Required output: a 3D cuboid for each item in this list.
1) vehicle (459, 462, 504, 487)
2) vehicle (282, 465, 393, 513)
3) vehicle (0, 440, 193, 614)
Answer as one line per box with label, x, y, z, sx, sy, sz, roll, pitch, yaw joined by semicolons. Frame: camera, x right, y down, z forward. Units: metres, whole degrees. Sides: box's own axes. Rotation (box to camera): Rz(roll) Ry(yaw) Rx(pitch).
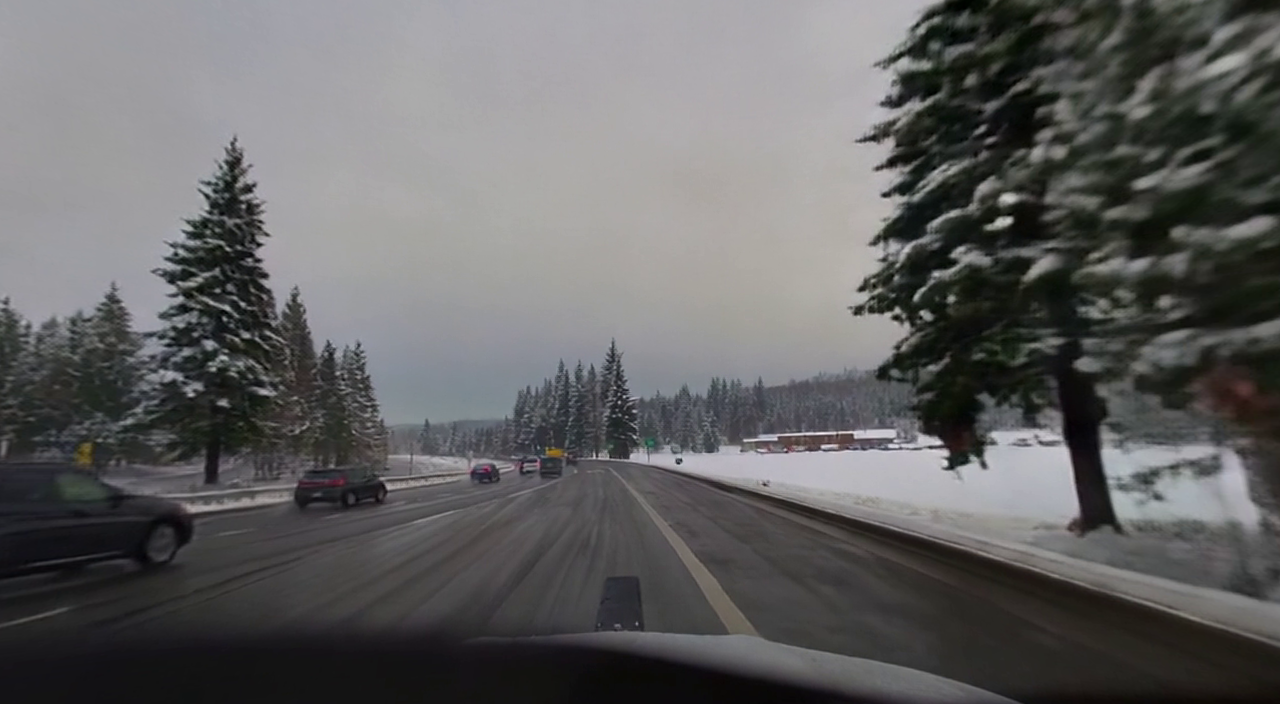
vehicle;-10.755;8.327;43.171;1.886;1.535;4.742;0;-9;0
vehicle;-11.206;5.072;23.796;1.781;1.476;4.513;-1;-9;3
vehicle;-7.589;1.803;6.585;2.210;1.737;4.649;-1;-9;4
